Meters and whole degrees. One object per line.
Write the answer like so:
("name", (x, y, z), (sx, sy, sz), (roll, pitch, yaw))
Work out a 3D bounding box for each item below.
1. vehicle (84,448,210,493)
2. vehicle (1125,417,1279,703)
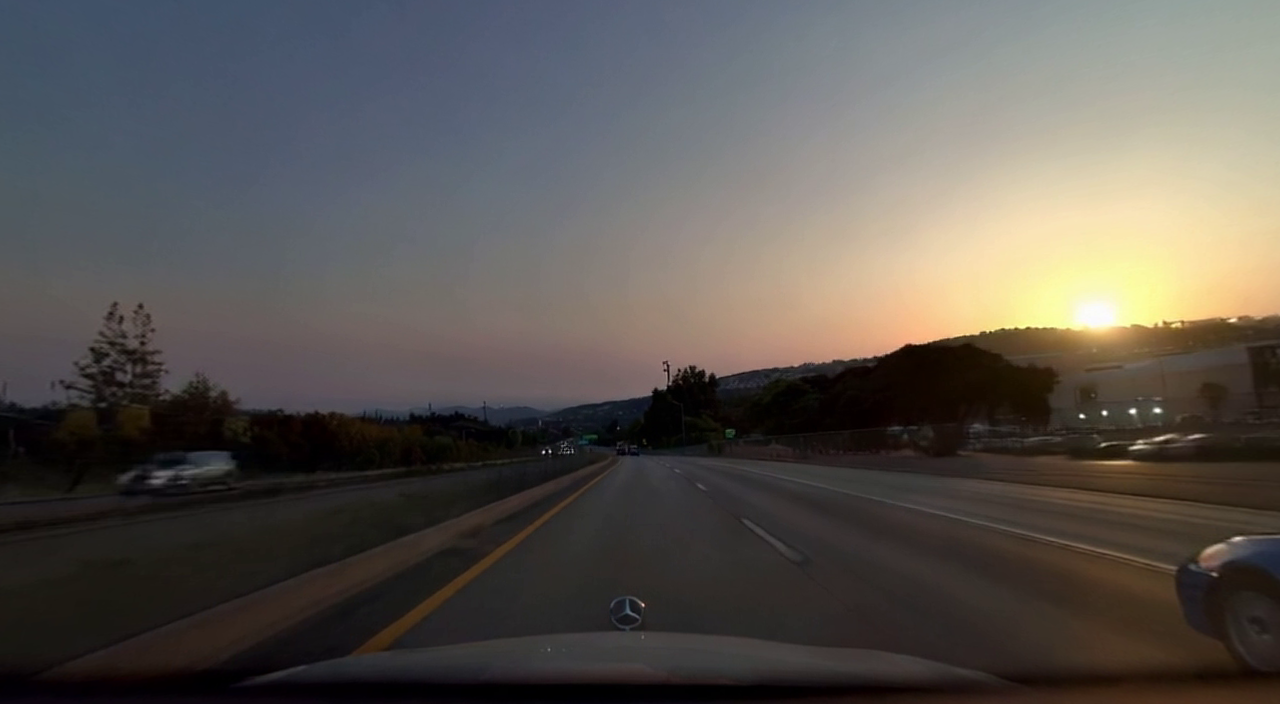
("vehicle", (-20.590, 4.927, 26.591), (1.908, 1.668, 4.092), (-1, -8, 1))
("vehicle", (4.224, 0.851, 1.676), (2.053, 1.490, 4.799), (-1, -8, 0))
